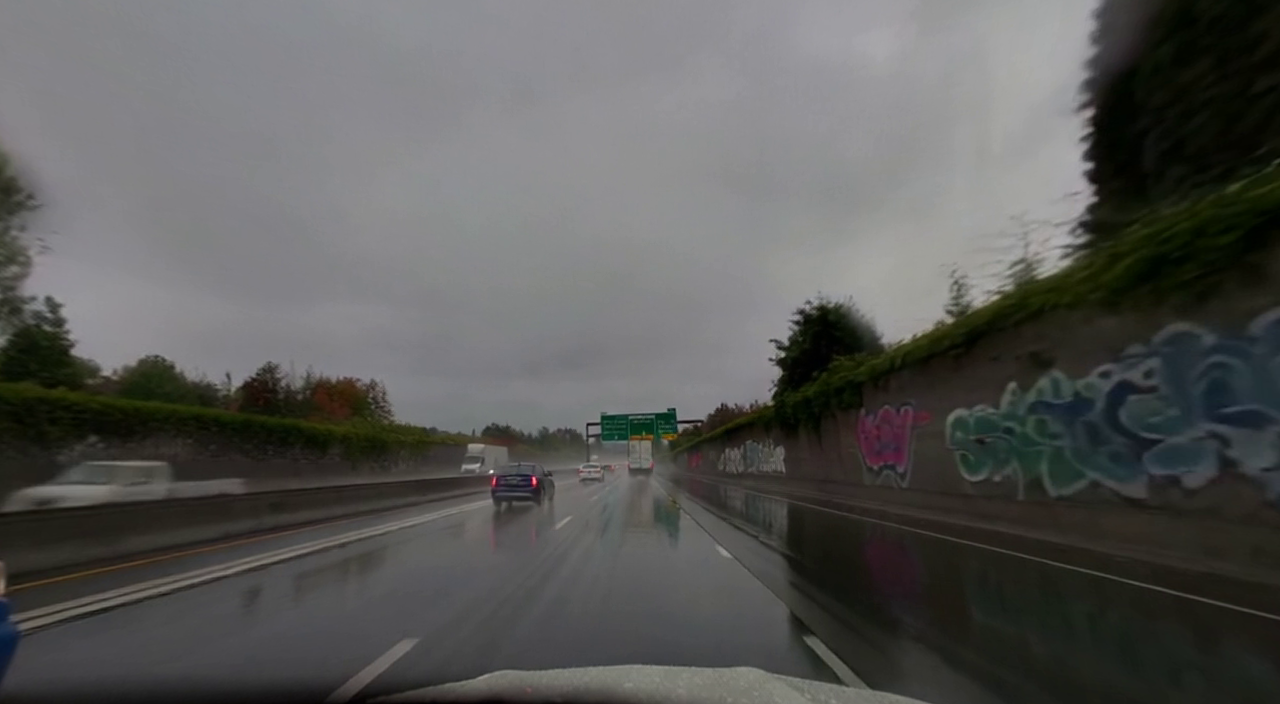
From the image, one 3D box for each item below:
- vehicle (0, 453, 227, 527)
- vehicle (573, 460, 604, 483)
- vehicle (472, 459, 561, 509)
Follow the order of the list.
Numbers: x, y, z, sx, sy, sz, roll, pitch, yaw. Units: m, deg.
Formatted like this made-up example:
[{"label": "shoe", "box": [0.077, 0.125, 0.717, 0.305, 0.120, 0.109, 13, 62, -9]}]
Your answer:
[{"label": "vehicle", "box": [-12.449, 3.281, 15.360, 1.874, 1.514, 4.246, 1, -10, -1]}, {"label": "vehicle", "box": [-3.903, 9.141, 48.255, 2.032, 1.625, 4.023, 0, -10, 0]}, {"label": "vehicle", "box": [-3.960, 4.355, 21.037, 2.054, 1.443, 4.131, 0, -10, 1]}]
